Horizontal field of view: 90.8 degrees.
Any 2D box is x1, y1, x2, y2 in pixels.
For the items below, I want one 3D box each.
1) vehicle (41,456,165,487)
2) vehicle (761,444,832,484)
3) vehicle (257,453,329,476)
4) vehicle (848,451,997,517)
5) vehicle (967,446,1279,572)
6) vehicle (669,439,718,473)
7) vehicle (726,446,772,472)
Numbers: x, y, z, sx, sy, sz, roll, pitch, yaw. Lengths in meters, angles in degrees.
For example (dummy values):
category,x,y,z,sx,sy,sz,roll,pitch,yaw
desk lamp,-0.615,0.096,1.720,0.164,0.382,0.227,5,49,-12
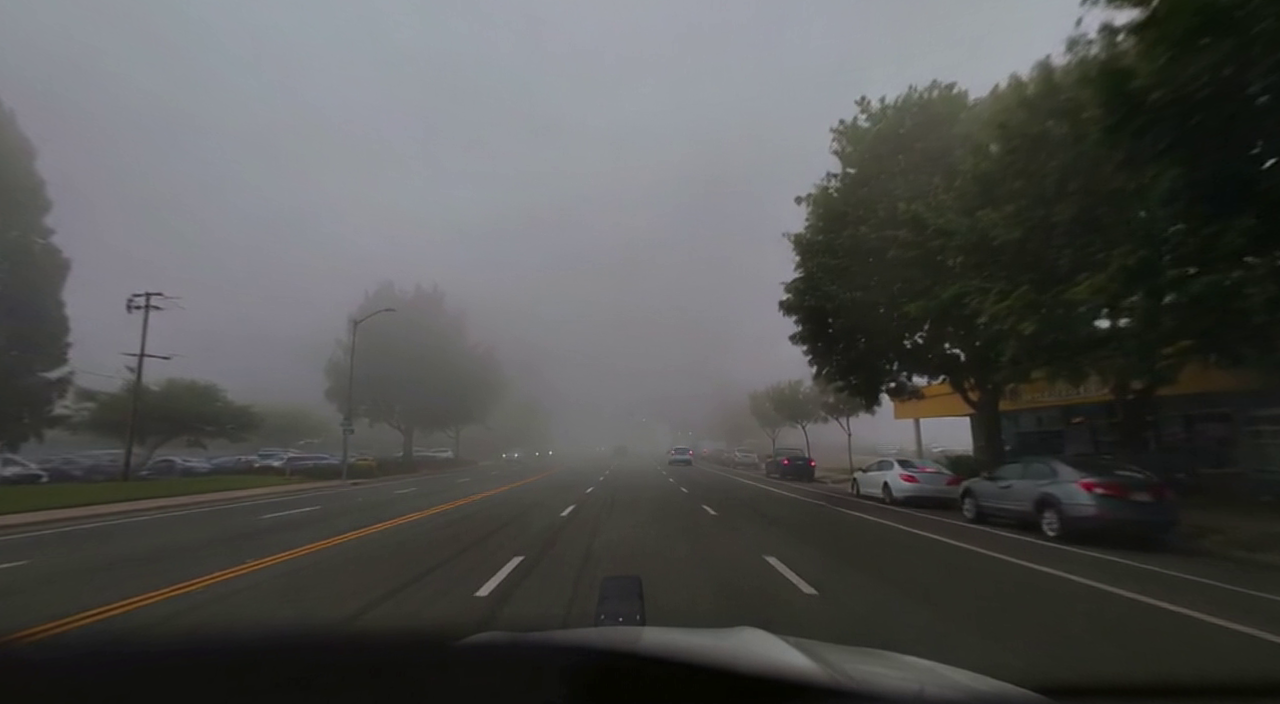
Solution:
category,x,y,z,sx,sy,sz,roll,pitch,yaw
vehicle,-29.603,6.572,35.057,4.702,1.535,2.292,4,-9,-26
vehicle,7.124,5.130,29.255,1.994,1.691,4.472,0,-8,-2
vehicle,-23.844,7.706,43.587,1.768,1.429,4.423,-2,-8,13
vehicle,7.239,3.381,16.786,1.852,1.448,4.446,0,-8,-1
vehicle,7.207,2.273,10.006,1.812,1.548,4.021,0,-8,-1
vehicle,3.045,6.024,36.881,2.293,1.814,4.589,0,-8,-2
vehicle,7.234,7.114,42.371,1.951,1.601,5.147,0,-8,-2
